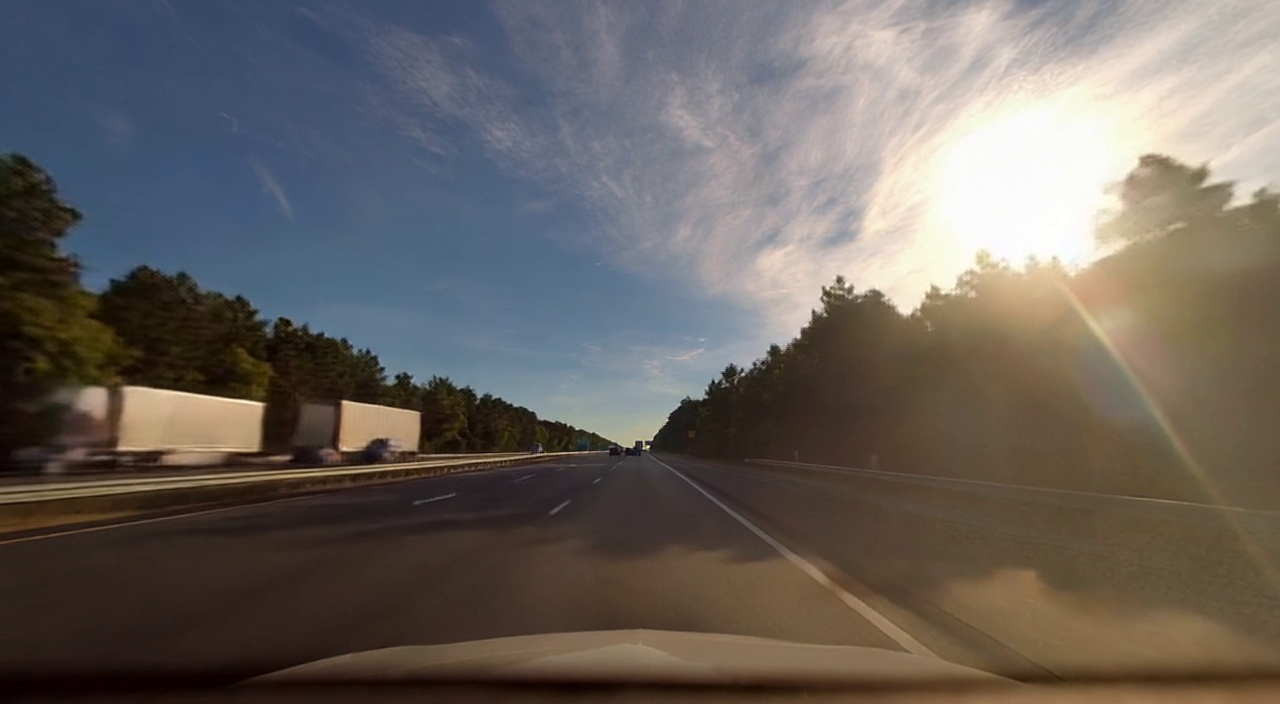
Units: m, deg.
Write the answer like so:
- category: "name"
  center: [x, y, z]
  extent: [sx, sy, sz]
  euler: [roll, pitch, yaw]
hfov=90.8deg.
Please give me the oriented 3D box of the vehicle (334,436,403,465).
- category: "vehicle"
  center: [-14.907, 5.456, 34.905]
  extent: [1.945, 1.465, 4.194]
  euler: [0, -9, -1]

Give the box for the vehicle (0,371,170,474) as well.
- category: "vehicle"
  center: [-23.183, 2.994, 25.782]
  extent: [2.957, 3.674, 6.213]
  euler: [0, -9, 0]

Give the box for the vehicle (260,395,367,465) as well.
- category: "vehicle"
  center: [-18.799, 4.631, 36.829]
  extent: [2.903, 3.735, 5.919]
  euler: [0, -9, 0]
